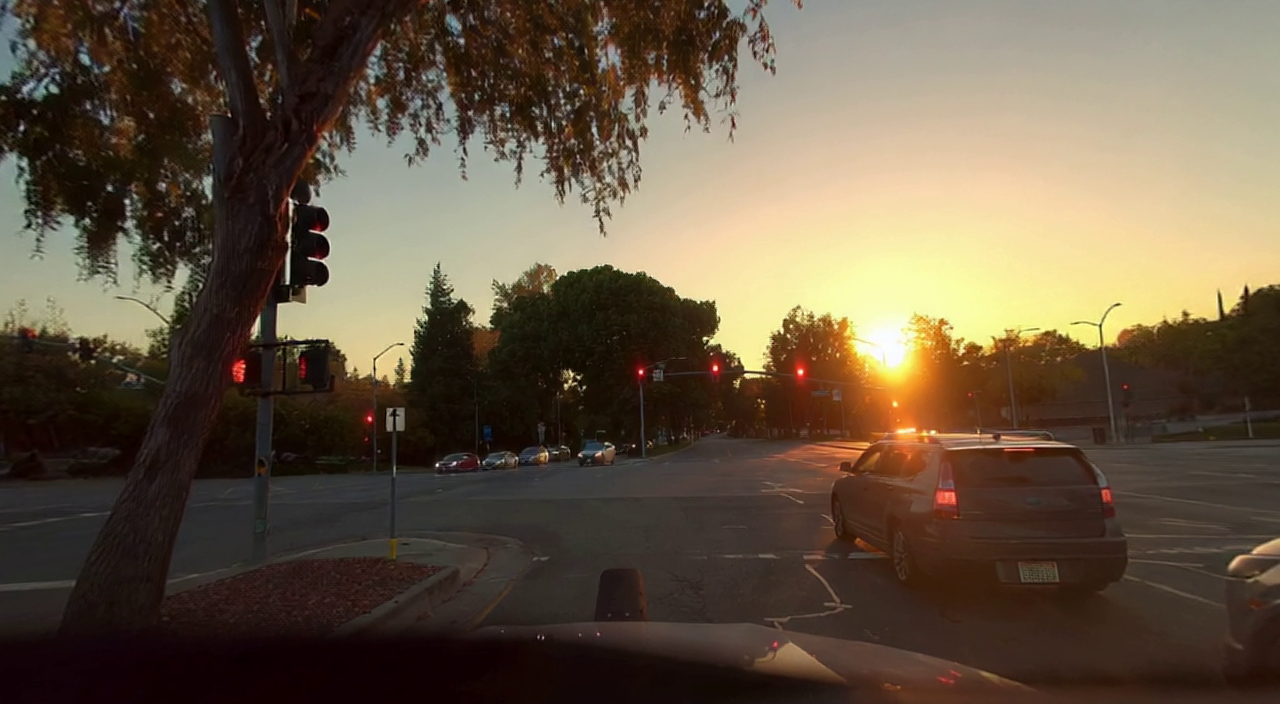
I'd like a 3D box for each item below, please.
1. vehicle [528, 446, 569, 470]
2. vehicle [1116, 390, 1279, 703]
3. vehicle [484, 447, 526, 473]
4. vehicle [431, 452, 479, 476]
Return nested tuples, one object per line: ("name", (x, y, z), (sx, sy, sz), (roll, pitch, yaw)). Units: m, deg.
("vehicle", (-6.556, 7.612, 45.508), (2.126, 1.657, 4.307), (-1, -9, 2))
("vehicle", (3.058, 0.617, 0.432), (1.978, 1.468, 4.544), (0, -9, 1))
("vehicle", (-9.791, 7.840, 45.944), (2.064, 1.725, 4.243), (0, -9, 1))
("vehicle", (-13.409, 8.119, 45.994), (2.101, 1.637, 4.304), (0, -9, 1))
